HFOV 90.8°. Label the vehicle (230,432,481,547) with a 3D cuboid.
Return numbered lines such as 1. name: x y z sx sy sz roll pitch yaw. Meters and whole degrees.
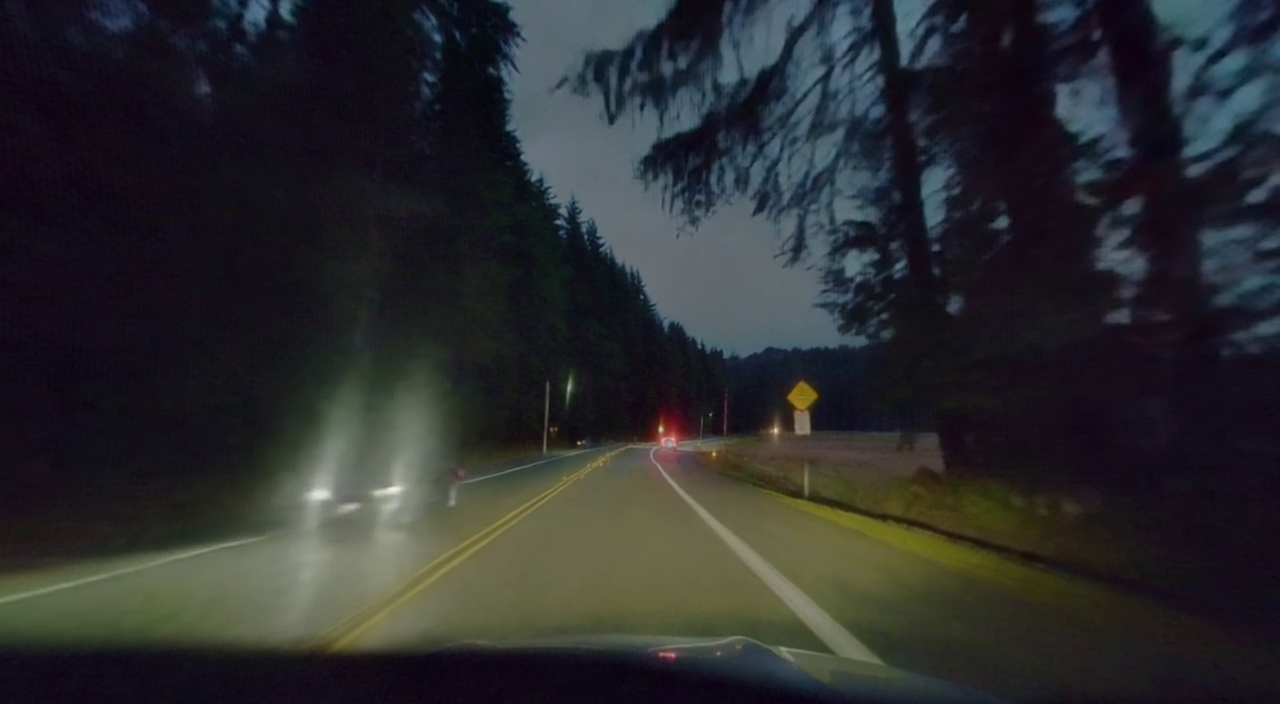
1. vehicle: -4.288 2.131 10.542 2.083 1.476 4.513 0 -9 0
